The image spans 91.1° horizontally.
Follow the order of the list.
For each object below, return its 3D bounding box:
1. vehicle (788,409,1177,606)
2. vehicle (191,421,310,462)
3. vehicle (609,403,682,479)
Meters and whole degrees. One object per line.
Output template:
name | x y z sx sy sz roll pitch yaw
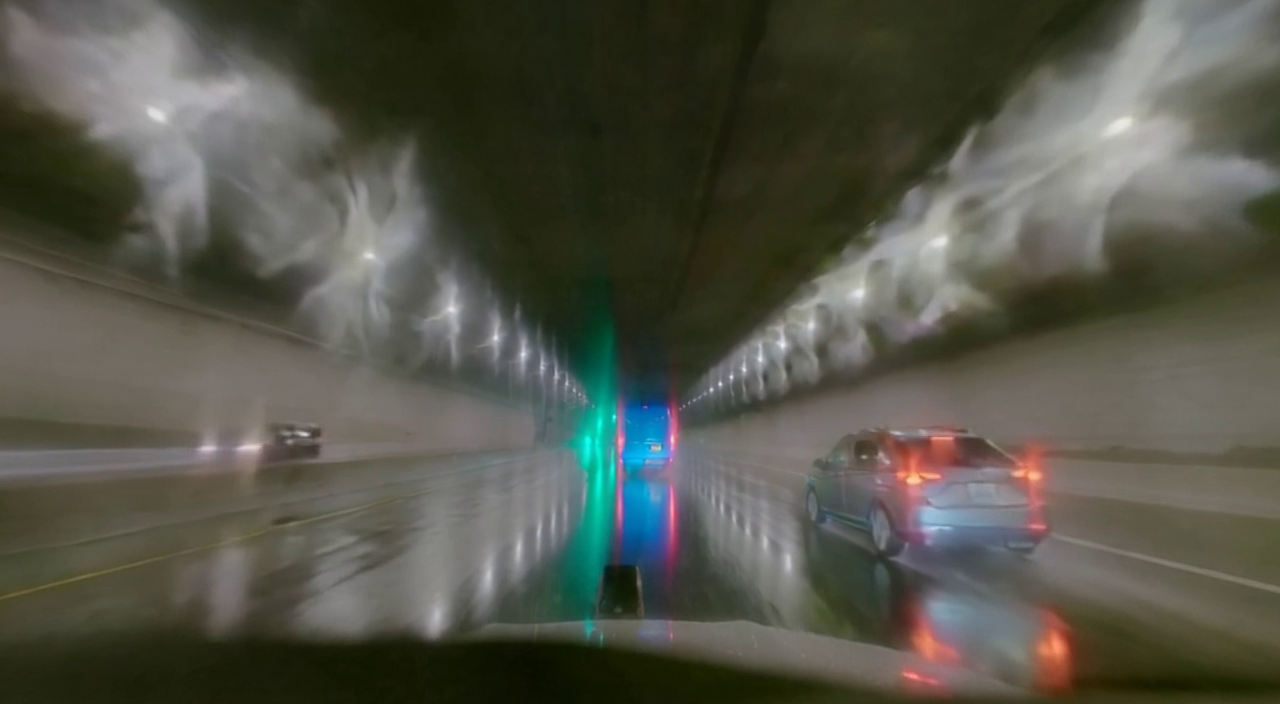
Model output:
vehicle | 3.242 1.526 7.149 2.095 1.553 4.069 0 -8 0
vehicle | -16.311 3.779 26.653 2.113 1.579 4.531 0 -8 0
vehicle | 0.160 3.268 23.284 2.404 2.459 5.229 0 -8 0
